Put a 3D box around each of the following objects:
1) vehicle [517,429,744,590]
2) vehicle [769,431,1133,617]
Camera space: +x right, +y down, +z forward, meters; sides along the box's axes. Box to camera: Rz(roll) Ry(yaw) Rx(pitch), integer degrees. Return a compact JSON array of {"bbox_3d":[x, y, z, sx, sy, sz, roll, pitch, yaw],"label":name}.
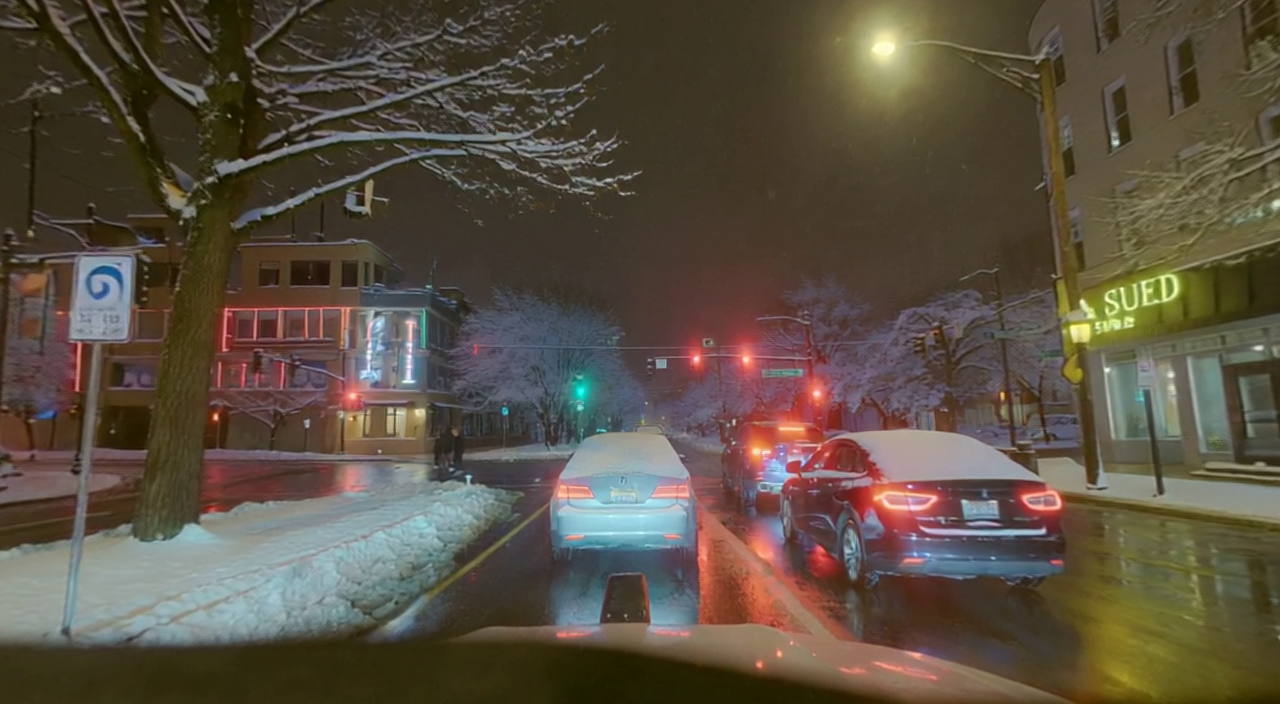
[{"bbox_3d":[-0.103,1.761,7.942,2.087,1.456,4.143,0,-8,-1],"label":"vehicle"},{"bbox_3d":[2.909,1.680,7.182,1.893,1.446,4.270,0,-8,-1],"label":"vehicle"}]
